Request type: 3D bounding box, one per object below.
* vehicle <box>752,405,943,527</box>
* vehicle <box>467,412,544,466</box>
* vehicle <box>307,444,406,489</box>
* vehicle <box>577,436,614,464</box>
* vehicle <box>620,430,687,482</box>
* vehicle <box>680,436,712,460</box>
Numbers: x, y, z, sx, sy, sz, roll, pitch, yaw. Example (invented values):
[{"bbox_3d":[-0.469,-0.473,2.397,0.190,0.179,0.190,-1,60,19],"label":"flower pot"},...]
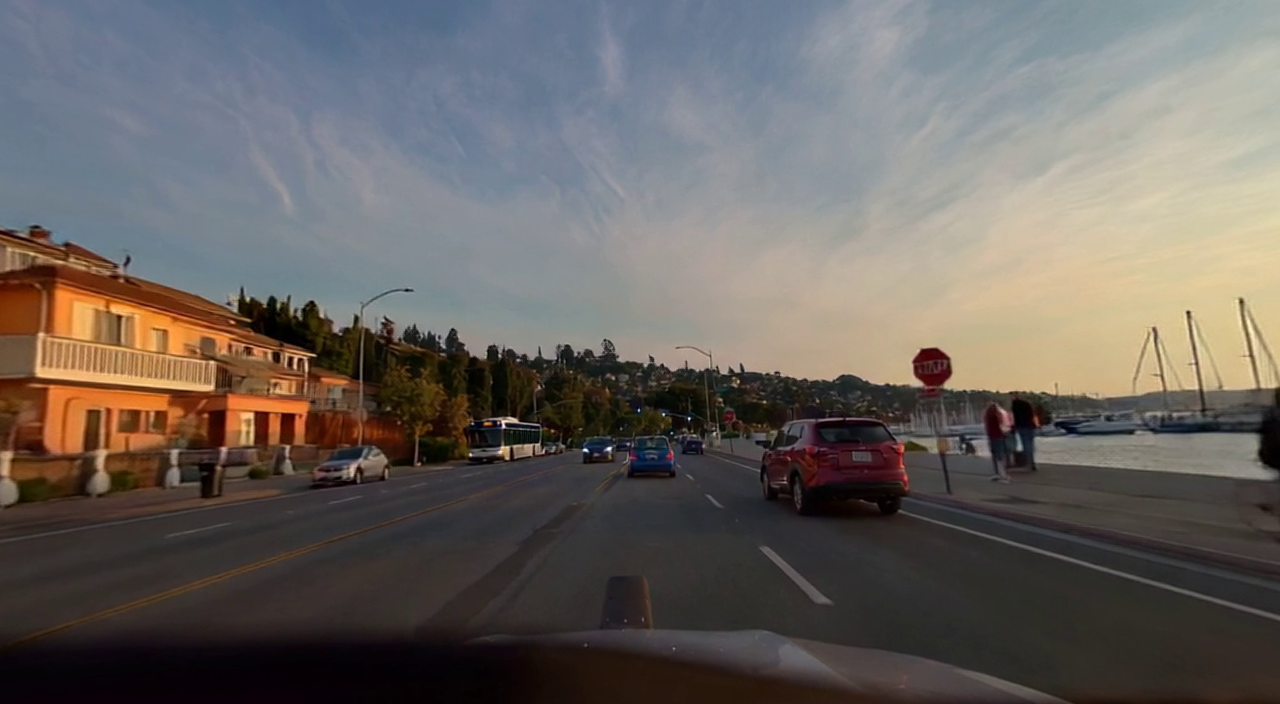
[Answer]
[{"bbox_3d":[3.495,2.032,11.688,2.000,1.809,4.405,0,-8,0],"label":"vehicle"},{"bbox_3d":[-9.410,6.293,45.435,2.995,3.421,9.259,-1,-8,3],"label":"vehicle"},{"bbox_3d":[-10.349,4.186,23.360,1.731,1.489,3.841,-1,-8,3],"label":"vehicle"},{"bbox_3d":[-2.762,6.178,40.007,1.929,1.648,4.114,-1,-8,2],"label":"vehicle"},{"bbox_3d":[0.430,3.636,22.198,2.132,1.632,3.838,0,-8,0],"label":"vehicle"},{"bbox_3d":[4.001,6.935,45.662,1.876,1.626,3.851,0,-8,-1],"label":"vehicle"}]
